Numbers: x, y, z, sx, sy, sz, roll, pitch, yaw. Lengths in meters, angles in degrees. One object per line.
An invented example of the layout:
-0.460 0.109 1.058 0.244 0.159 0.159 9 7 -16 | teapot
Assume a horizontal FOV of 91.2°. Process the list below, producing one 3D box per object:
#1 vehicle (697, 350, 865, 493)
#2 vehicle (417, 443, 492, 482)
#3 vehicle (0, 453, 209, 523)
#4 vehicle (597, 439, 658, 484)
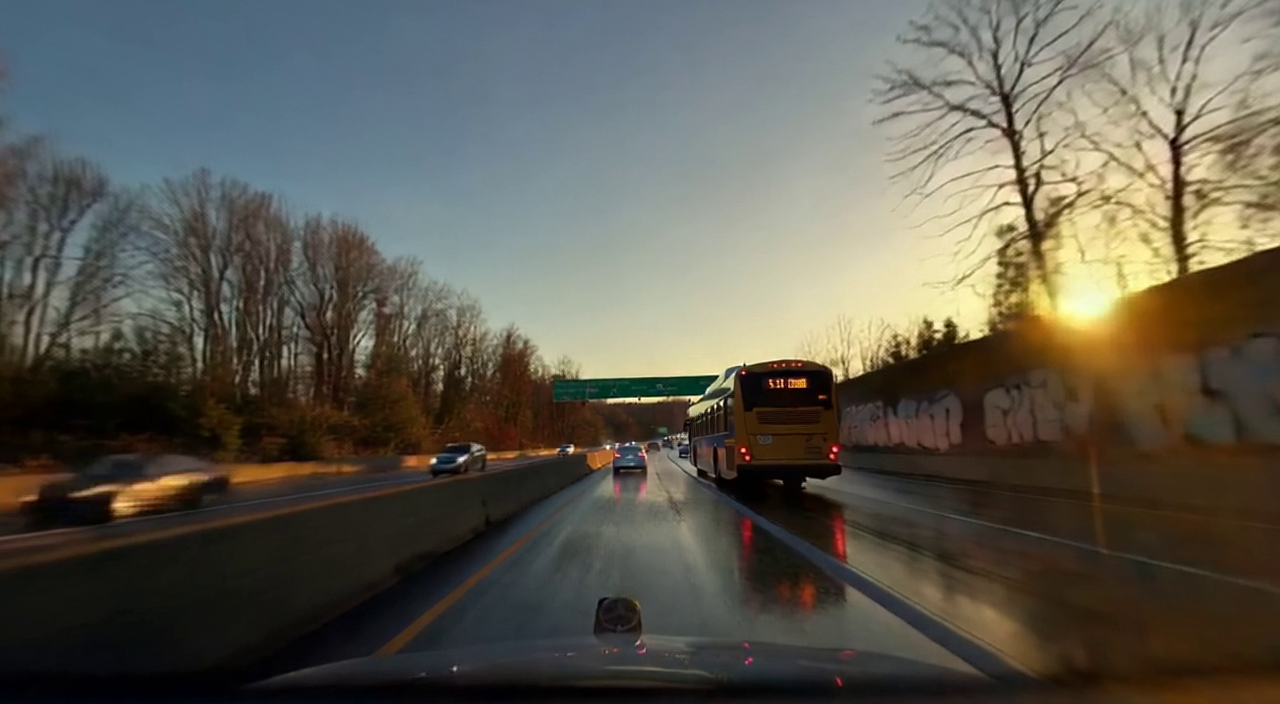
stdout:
3.987 2.637 21.584 3.055 3.479 12.521 -1 -9 1 | vehicle
-8.502 5.107 29.193 2.064 1.648 4.371 -1 -9 1 | vehicle
-12.901 3.234 15.425 1.813 1.456 3.830 -1 -9 1 | vehicle
-0.397 4.195 24.204 2.160 1.532 4.073 -1 -9 1 | vehicle
